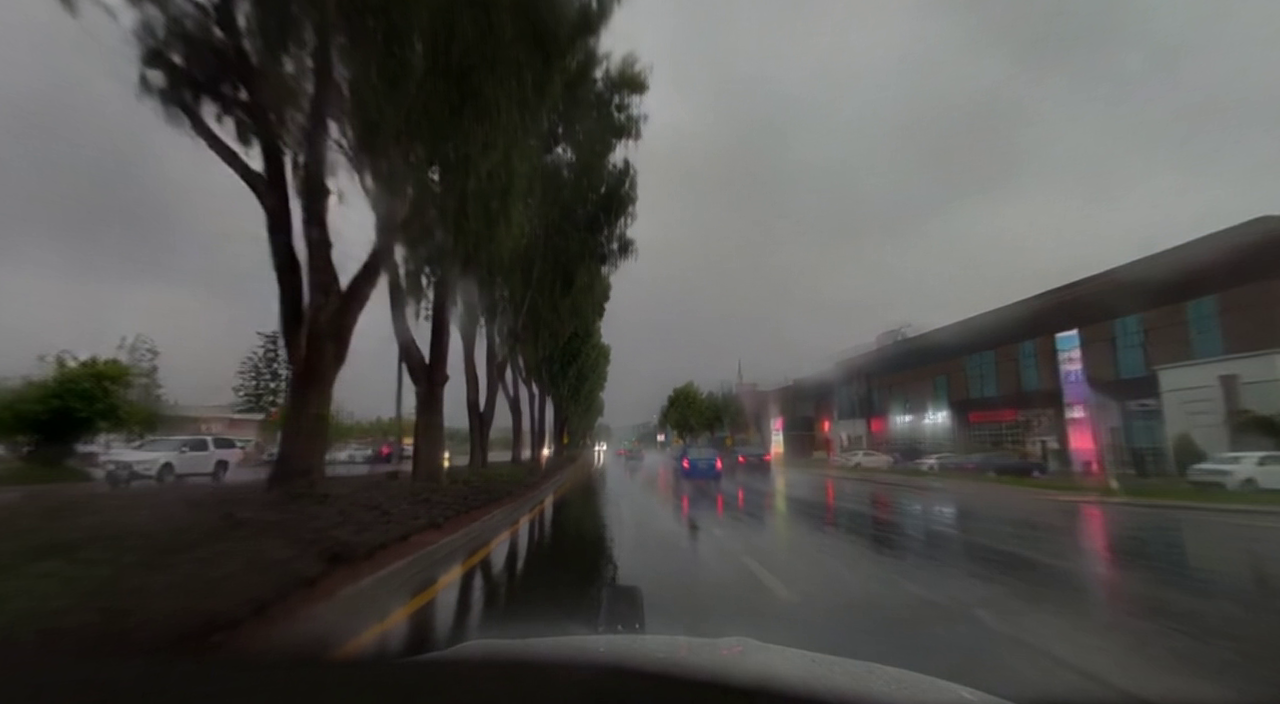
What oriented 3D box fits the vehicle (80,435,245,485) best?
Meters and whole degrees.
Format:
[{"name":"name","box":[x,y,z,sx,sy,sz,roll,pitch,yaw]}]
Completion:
[{"name":"vehicle","box":[-22.463,5.126,30.219,2.593,2.075,6.841,0,-9,0]}]

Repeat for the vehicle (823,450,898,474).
[{"name":"vehicle","box":[15.123,7.518,43.198,4.486,1.532,1.939,3,-9,-18]}]

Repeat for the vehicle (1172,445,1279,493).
[{"name":"vehicle","box":[21.527,4.055,22.037,4.530,1.551,2.049,2,-9,-14]}]

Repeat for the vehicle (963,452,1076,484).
[{"name":"vehicle","box":[18.792,5.696,31.232,4.646,1.479,2.070,3,-9,-16]}]

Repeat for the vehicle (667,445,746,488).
[{"name":"vehicle","box":[2.392,4.292,23.931,2.256,1.451,4.313,1,-9,-4]}]

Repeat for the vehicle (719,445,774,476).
[{"name":"vehicle","box":[5.629,5.788,33.776,1.886,1.528,4.169,1,-9,-6]}]
